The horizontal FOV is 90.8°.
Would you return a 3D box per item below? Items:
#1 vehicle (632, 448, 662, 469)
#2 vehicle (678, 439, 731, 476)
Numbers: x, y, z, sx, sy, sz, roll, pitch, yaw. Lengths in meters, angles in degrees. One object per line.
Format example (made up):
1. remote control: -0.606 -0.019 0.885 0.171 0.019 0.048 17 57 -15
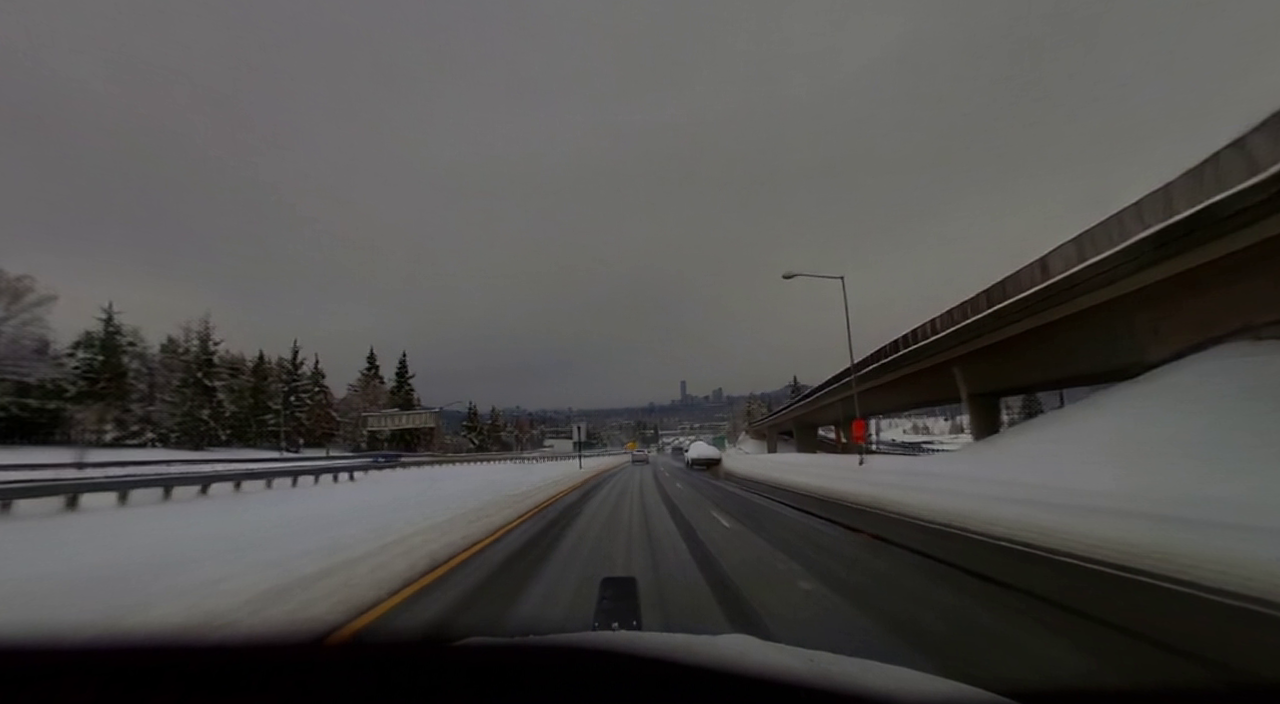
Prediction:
1. vehicle: 0.538 7.759 46.217 2.046 1.475 3.784 0 -9 1
2. vehicle: 3.349 5.569 33.591 2.226 1.779 4.835 0 -9 -1
